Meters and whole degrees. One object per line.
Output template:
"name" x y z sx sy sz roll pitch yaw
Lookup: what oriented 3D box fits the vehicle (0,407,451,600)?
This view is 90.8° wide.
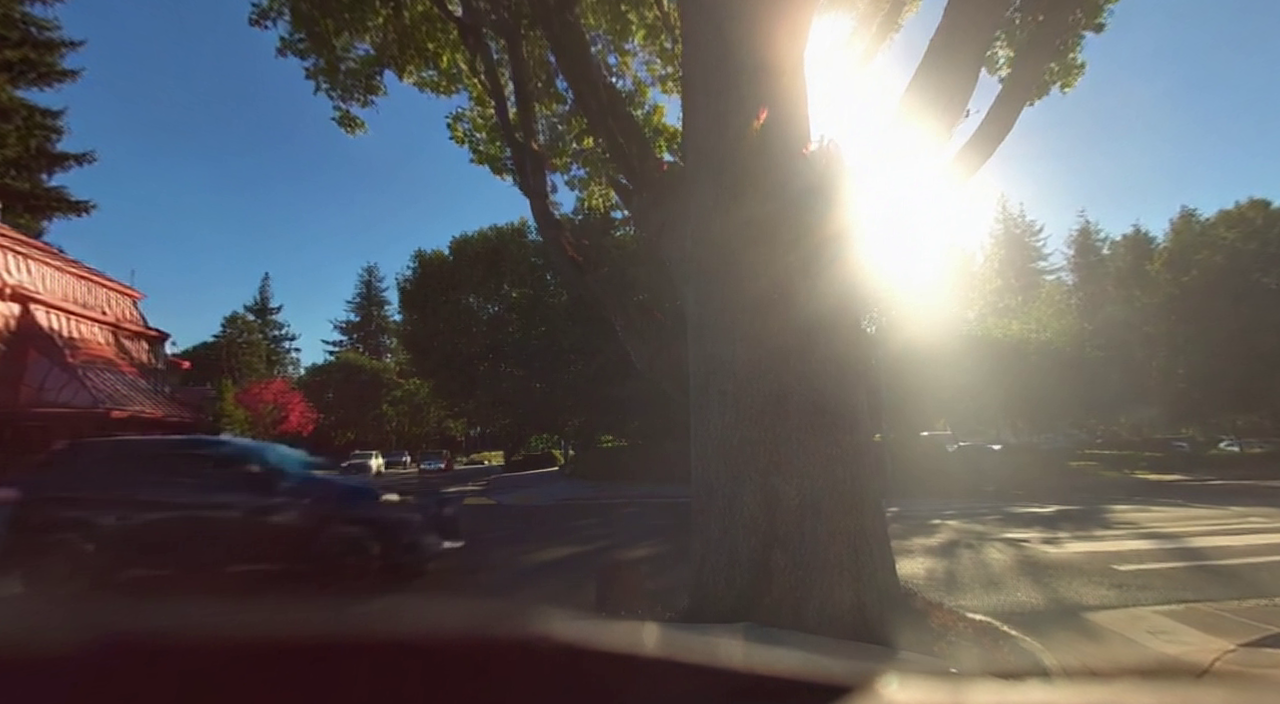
"vehicle" -4.580 1.551 7.053 4.557 1.677 2.337 2 -9 -13
